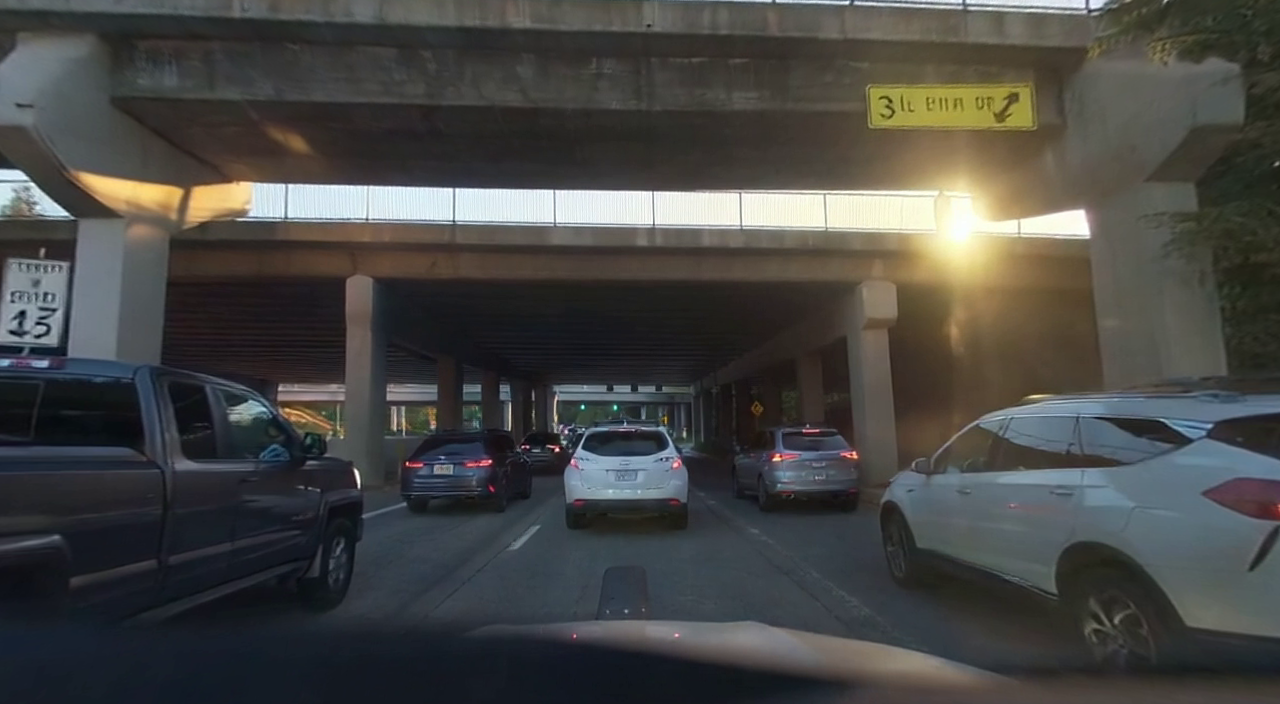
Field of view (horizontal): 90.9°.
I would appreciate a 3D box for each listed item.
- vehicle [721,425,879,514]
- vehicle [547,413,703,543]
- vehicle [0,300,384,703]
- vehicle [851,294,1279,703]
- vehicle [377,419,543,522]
[{"bbox_3d":[3.463,2.681,14.976,2.234,1.720,5.378,0,-8,-1],"label":"vehicle"},{"bbox_3d":[-0.246,1.988,10.488,2.097,1.748,3.794,0,-8,-1],"label":"vehicle"},{"bbox_3d":[-3.404,0.877,3.373,2.074,1.814,4.596,0,-8,1],"label":"vehicle"},{"bbox_3d":[3.686,1.076,4.966,2.401,1.968,4.841,0,-8,1],"label":"vehicle"},{"bbox_3d":[-3.346,2.294,12.693,2.127,1.720,4.064,0,-8,0],"label":"vehicle"}]
